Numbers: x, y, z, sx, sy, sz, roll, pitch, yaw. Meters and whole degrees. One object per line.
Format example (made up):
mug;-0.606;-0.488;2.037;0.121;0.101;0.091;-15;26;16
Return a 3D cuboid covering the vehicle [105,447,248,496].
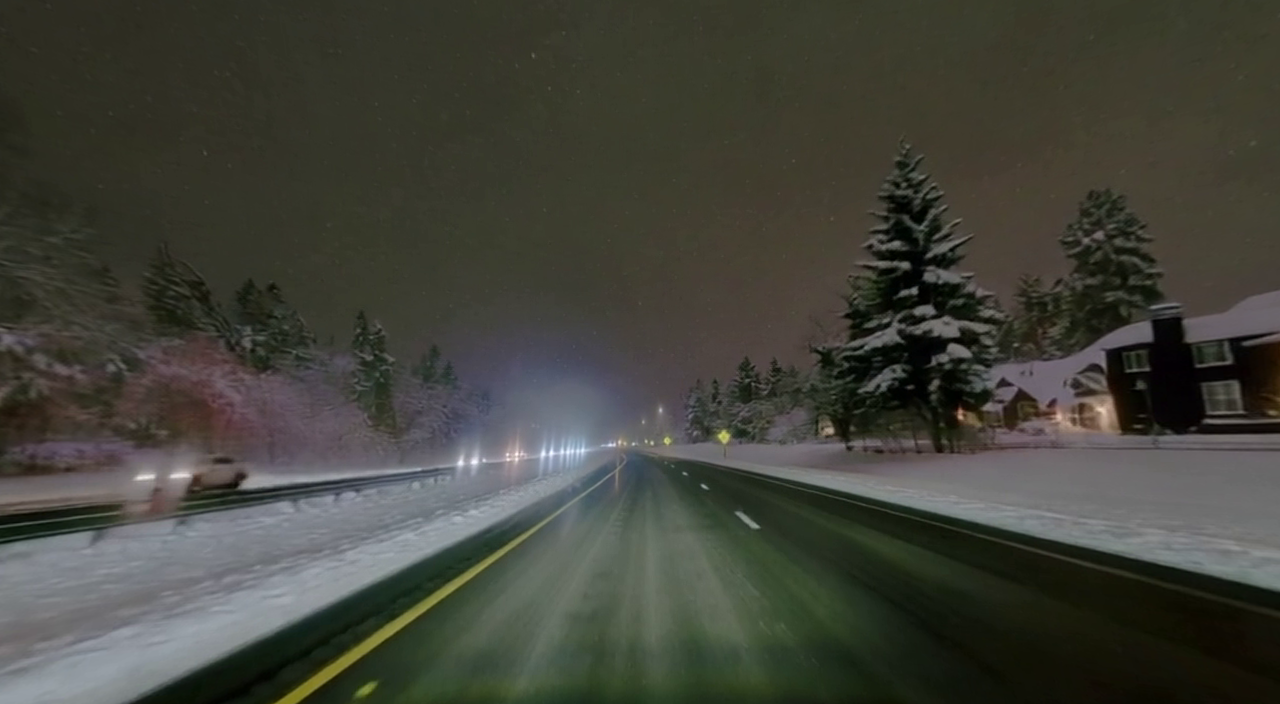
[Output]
vehicle;-18.293;4.679;25.246;2.029;1.737;4.748;-1;-8;1
